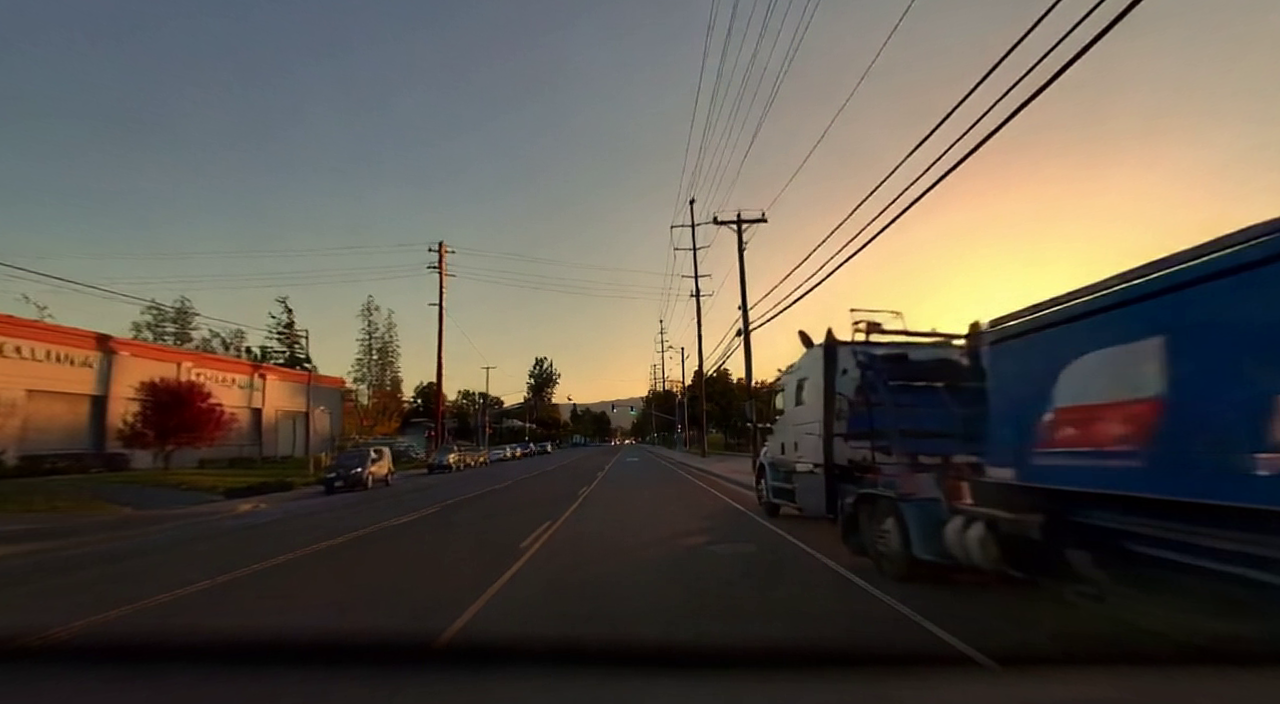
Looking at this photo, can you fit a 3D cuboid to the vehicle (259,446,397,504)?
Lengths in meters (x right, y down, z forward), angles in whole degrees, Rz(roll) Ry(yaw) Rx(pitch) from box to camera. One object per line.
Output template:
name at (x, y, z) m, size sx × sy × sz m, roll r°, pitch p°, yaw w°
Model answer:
vehicle at (-8.941, 3.533, 18.659) m, size 1.939 × 1.480 × 4.632 m, roll 0°, pitch -9°, yaw -3°

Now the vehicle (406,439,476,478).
vehicle at (-9.447, 5.100, 30.405) m, size 2.027 × 1.719 × 4.575 m, roll 0°, pitch -9°, yaw -3°

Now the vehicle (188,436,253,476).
vehicle at (-21.742, 5.368, 32.927) m, size 1.954 × 1.868 × 4.977 m, roll 3°, pitch -9°, yaw -24°

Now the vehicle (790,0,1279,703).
vehicle at (3.656, 0.119, 3.064) m, size 3.168 × 3.106 × 9.350 m, roll 0°, pitch -8°, yaw -2°
